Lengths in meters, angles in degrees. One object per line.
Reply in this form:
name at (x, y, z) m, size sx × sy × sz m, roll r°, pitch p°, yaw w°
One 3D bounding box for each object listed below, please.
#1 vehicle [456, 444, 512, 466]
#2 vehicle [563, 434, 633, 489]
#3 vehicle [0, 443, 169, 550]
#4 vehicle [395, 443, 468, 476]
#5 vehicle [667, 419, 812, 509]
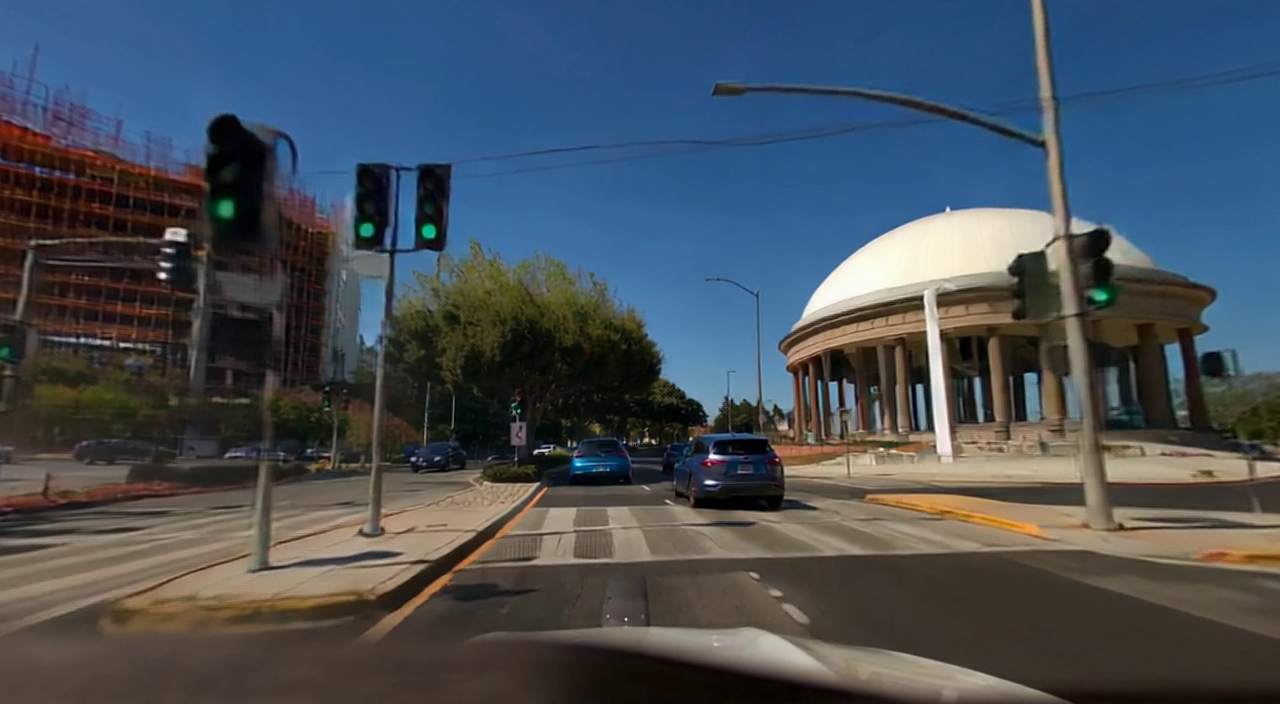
vehicle at (-11.295, 7.456, 45.856) m, size 2.012 × 1.490 × 4.351 m, roll -3°, pitch -9°, yaw 16°
vehicle at (-1.411, 3.627, 21.203) m, size 2.132 × 1.632 × 3.889 m, roll 0°, pitch -9°, yaw -4°
vehicle at (-9.857, 2.138, 9.602) m, size 2.013 × 1.466 × 4.430 m, roll 0°, pitch -8°, yaw -2°
vehicle at (-10.436, 5.397, 31.960) m, size 2.121 × 1.513 × 4.827 m, roll 0°, pitch -8°, yaw -1°
vehicle at (2.089, 2.590, 15.028) m, size 2.320 × 1.772 × 4.872 m, roll 0°, pitch -9°, yaw -4°
